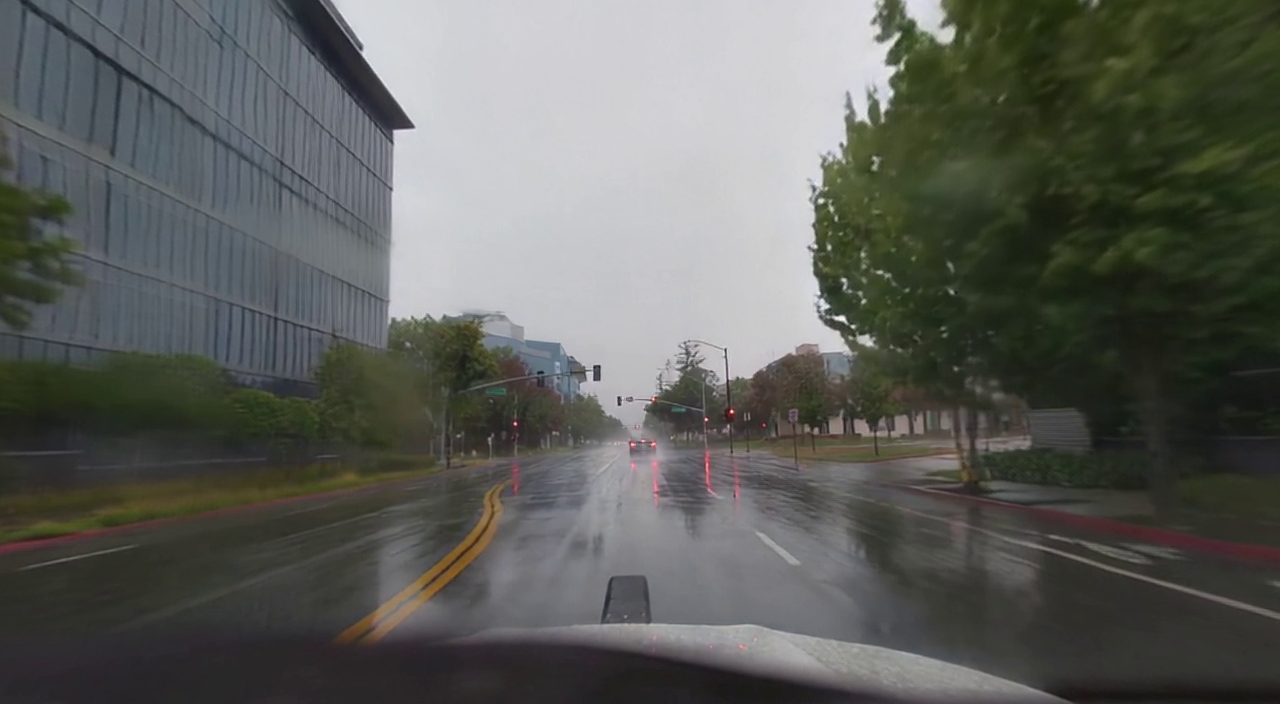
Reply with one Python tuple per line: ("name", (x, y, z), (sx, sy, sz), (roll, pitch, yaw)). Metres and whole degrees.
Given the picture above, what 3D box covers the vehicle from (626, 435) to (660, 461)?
("vehicle", (0.160, 6.422, 42.314), (2.184, 1.640, 4.086), (0, -8, -1))
